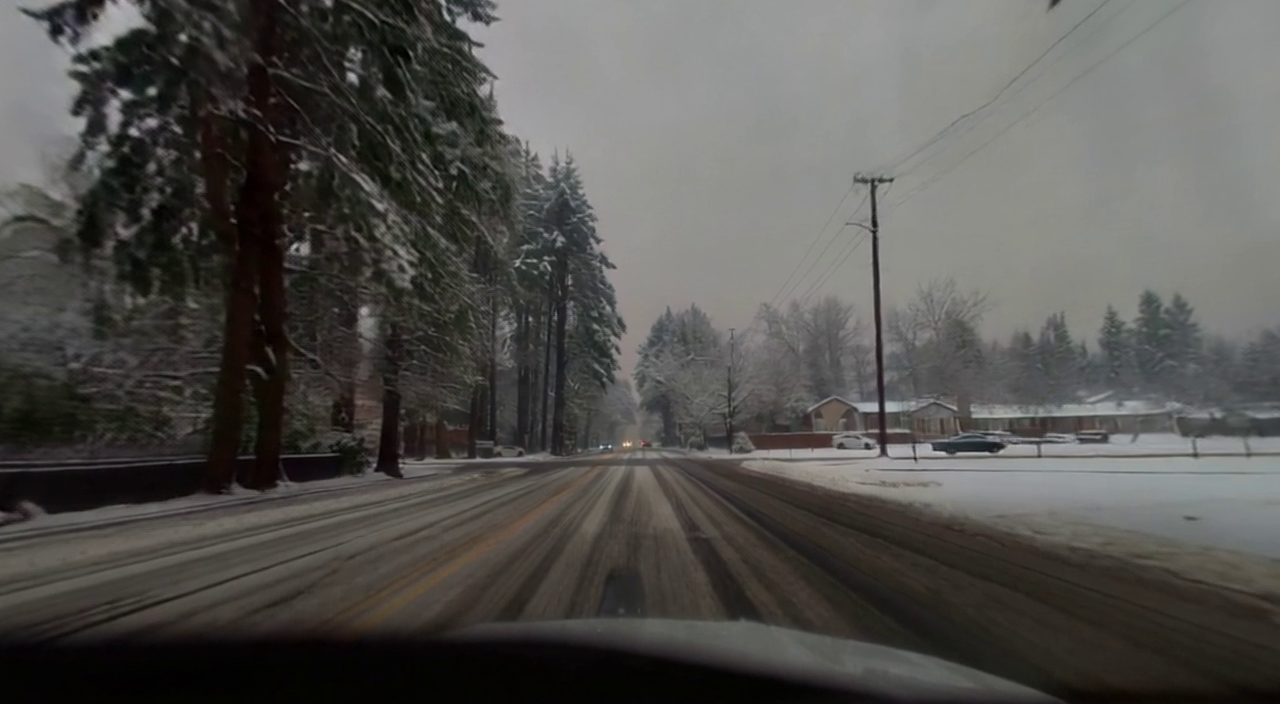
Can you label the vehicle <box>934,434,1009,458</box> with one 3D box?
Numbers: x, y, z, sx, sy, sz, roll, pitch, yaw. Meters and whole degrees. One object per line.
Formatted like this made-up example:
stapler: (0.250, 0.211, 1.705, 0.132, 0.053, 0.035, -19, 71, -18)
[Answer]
vehicle: (24.407, 6.932, 46.539, 4.508, 1.687, 2.070, -2, -9, 15)
